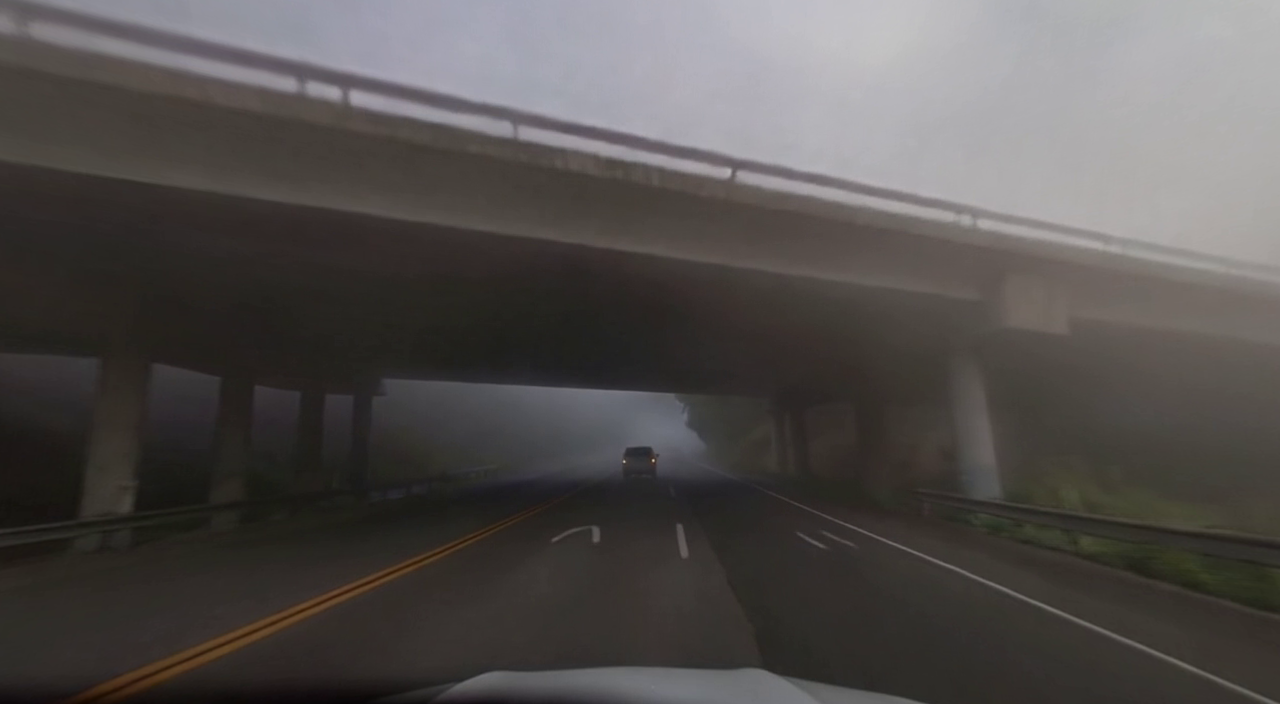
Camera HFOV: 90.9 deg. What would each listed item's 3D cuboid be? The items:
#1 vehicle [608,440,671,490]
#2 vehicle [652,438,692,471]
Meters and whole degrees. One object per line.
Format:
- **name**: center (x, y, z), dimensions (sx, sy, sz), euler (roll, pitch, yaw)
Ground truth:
- **vehicle**: center (0.031, 3.993, 22.483), dimensions (2.037, 1.601, 3.643), euler (0, -9, 2)
- **vehicle**: center (2.011, 6.662, 41.186), dimensions (2.273, 2.010, 4.396), euler (0, -9, -2)
